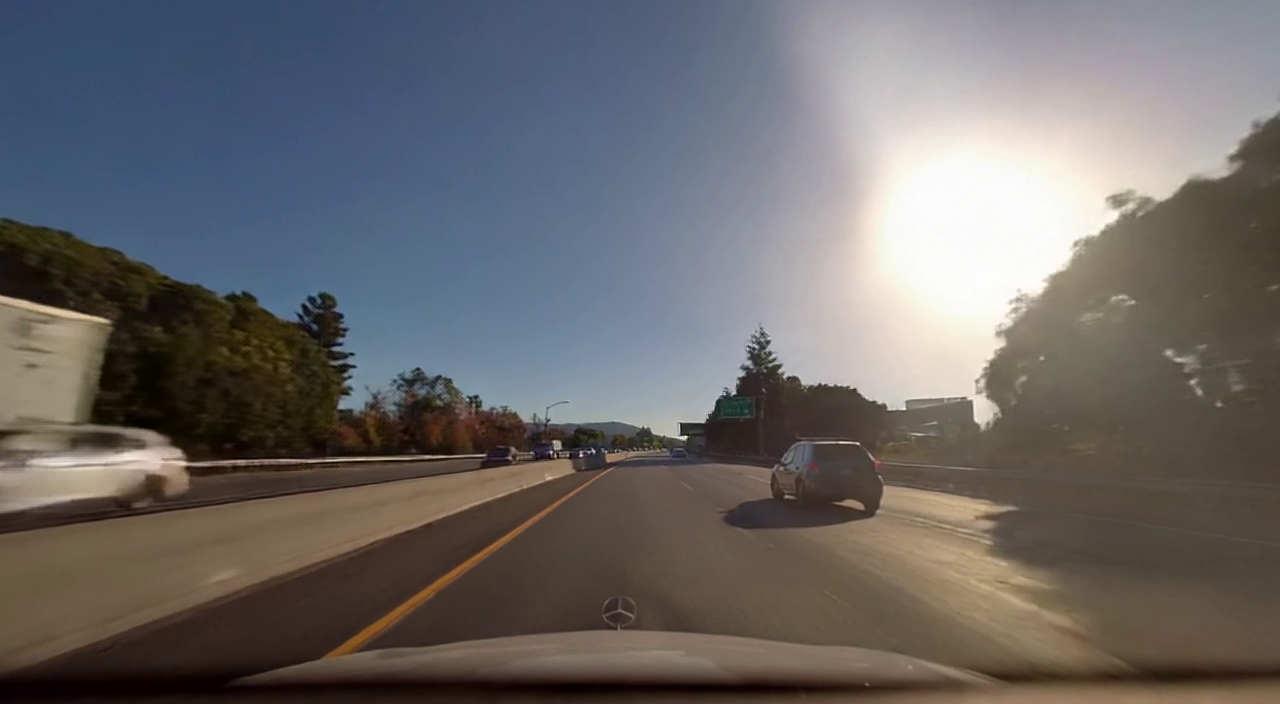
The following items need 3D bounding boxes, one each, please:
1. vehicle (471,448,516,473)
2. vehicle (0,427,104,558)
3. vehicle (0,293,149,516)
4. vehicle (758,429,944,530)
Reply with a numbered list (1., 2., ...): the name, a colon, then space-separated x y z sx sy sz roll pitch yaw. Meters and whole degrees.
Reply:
1. vehicle: -9.437 7.010 40.608 1.897 1.540 4.049 -1 -9 0
2. vehicle: -9.073 1.672 7.219 2.023 1.628 4.241 0 -9 -1
3. vehicle: -13.366 0.194 6.600 3.099 4.089 16.683 0 -9 -1
4. vehicle: 3.979 2.501 12.900 2.089 1.660 4.729 0 -9 -1
